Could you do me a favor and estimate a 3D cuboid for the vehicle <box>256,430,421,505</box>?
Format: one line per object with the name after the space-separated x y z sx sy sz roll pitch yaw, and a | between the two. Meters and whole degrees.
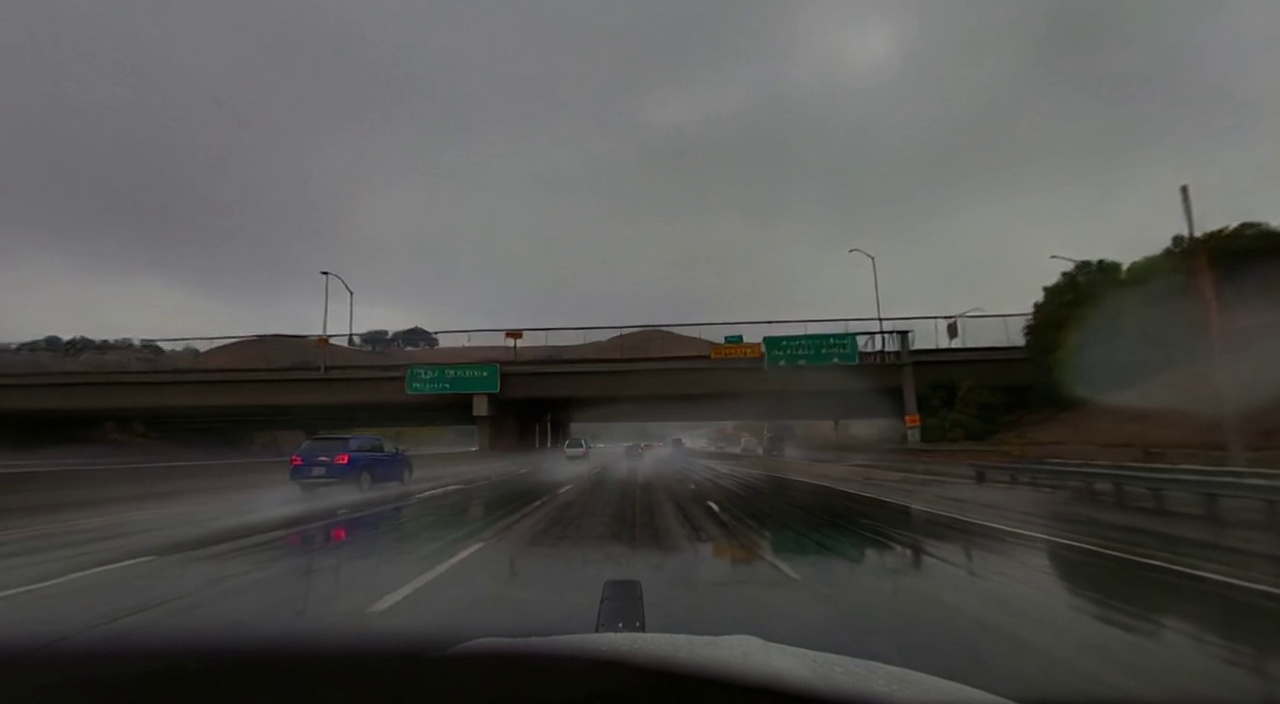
-7.766 3.016 16.886 2.092 1.712 4.627 0 -8 0 | vehicle

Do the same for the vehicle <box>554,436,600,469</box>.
-3.694 6.028 37.841 2.144 1.847 4.850 0 -8 1 | vehicle
